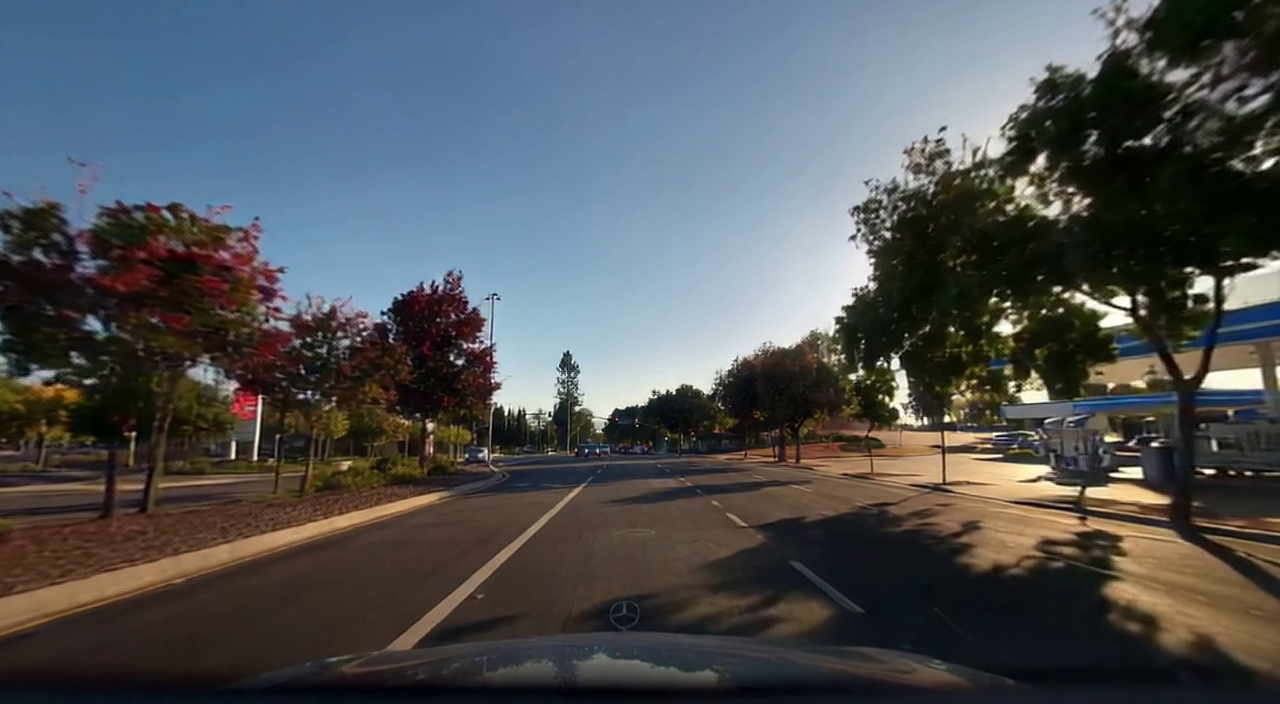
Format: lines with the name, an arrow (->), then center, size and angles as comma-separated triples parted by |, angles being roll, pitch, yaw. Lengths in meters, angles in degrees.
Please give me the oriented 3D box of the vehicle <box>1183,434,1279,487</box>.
vehicle -> 21.506, 3.754, 22.049 | 3.442, 1.599, 1.613 | -3, -10, -2
